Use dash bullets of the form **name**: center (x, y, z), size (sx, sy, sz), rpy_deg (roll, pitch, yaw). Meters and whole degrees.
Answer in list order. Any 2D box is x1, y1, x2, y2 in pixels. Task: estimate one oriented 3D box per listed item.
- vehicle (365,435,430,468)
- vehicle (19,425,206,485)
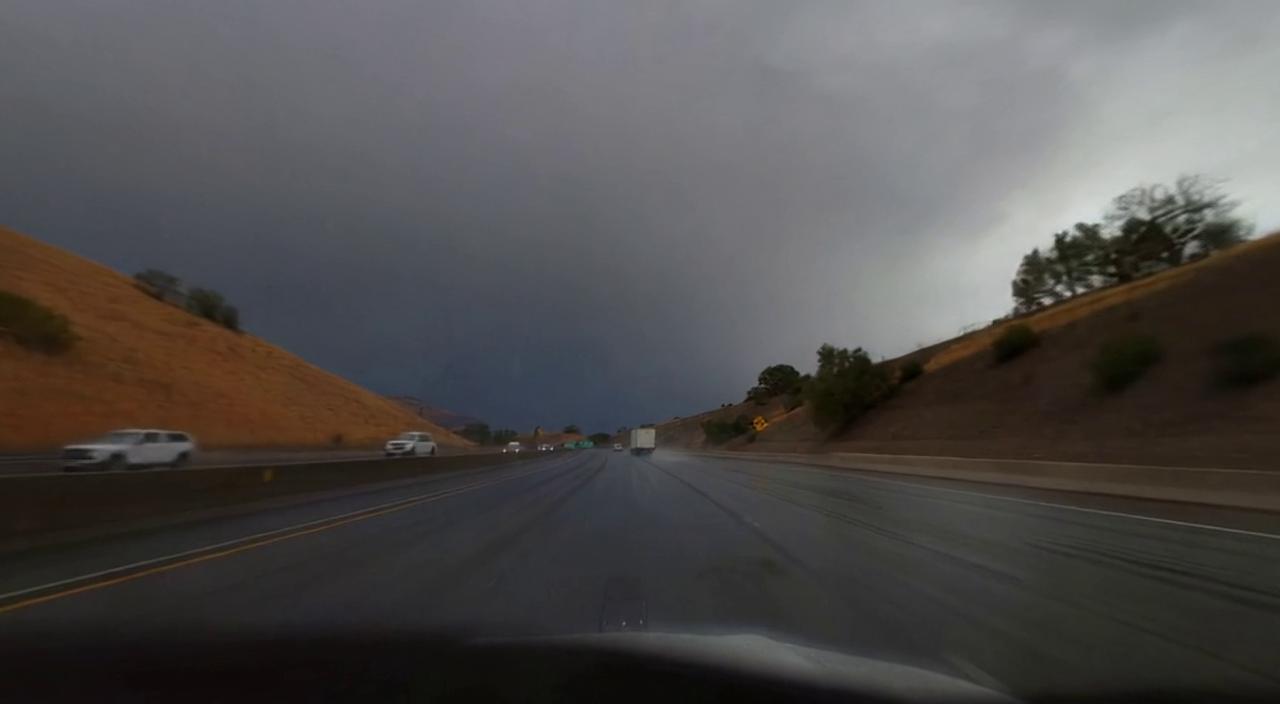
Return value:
- **vehicle**: center (-14.359, 5.908, 37.645), size (2.104, 1.809, 4.539), rpy_deg (0, -8, -1)
- **vehicle**: center (-17.784, 3.501, 21.714), size (2.130, 1.800, 4.990), rpy_deg (0, -8, 0)
